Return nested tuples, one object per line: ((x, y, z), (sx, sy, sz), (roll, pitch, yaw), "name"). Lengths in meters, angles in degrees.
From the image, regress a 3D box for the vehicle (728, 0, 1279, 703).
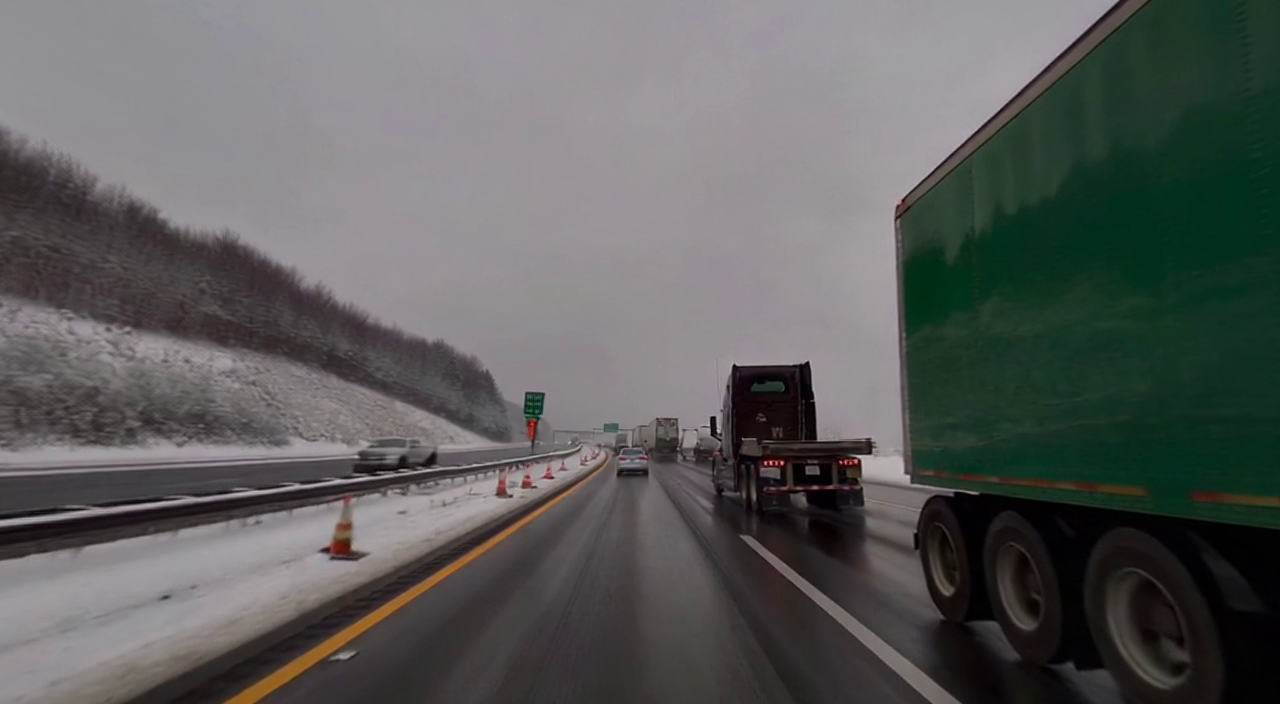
((3.584, 0.574, 8.188), (2.874, 4.065, 14.243), (0, -9, 0), "vehicle")

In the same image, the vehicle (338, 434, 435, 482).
((-8.970, 3.784, 22.724), (1.806, 1.550, 4.127), (0, -9, -1), "vehicle")

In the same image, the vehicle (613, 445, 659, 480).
((-0.170, 4.901, 28.155), (1.927, 1.437, 3.794), (0, -9, 0), "vehicle")
